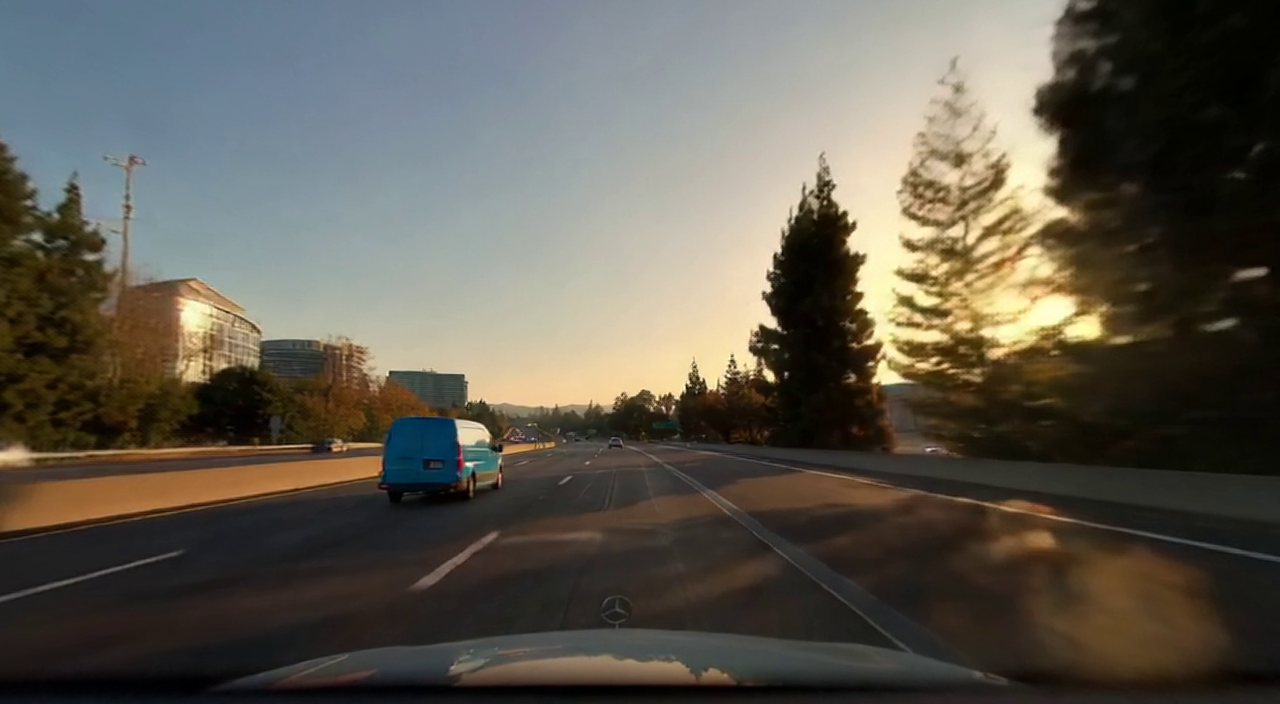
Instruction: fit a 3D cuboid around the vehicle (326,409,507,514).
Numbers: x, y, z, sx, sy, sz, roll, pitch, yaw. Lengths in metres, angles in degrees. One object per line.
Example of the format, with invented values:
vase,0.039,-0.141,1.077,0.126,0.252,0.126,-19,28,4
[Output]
vehicle,-4.410,2.231,13.433,2.219,1.827,4.738,0,-8,-1
